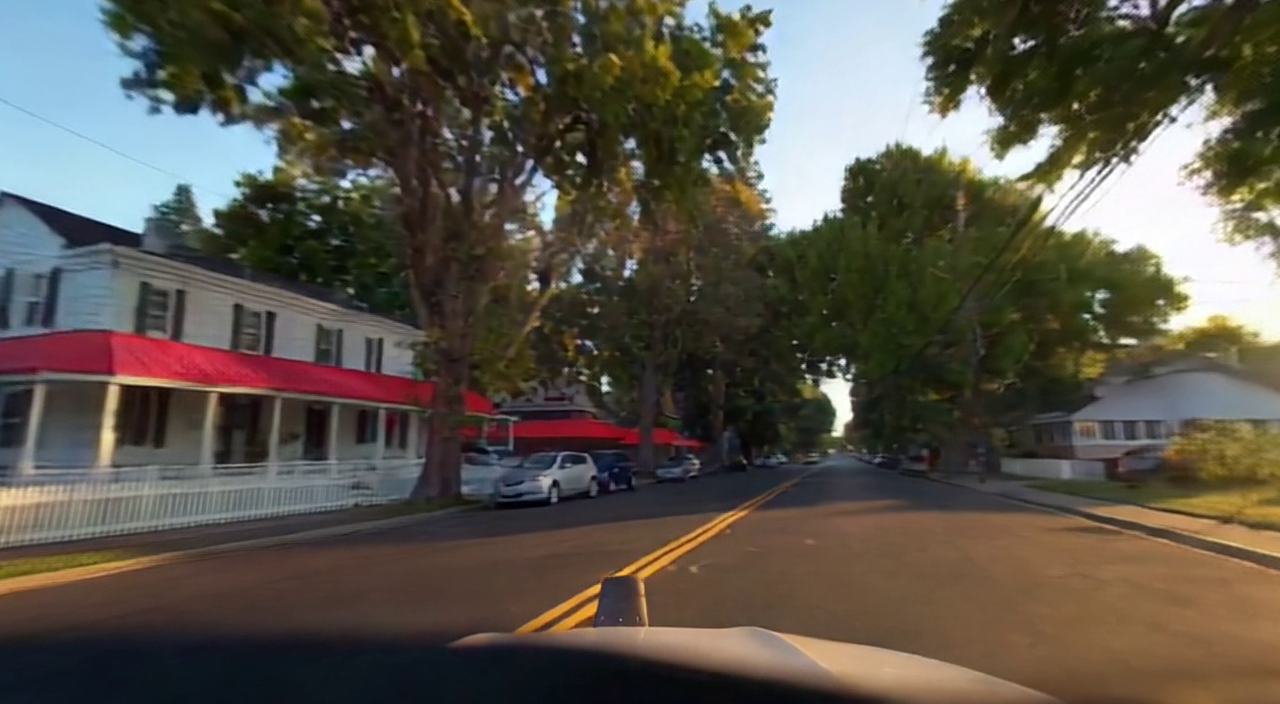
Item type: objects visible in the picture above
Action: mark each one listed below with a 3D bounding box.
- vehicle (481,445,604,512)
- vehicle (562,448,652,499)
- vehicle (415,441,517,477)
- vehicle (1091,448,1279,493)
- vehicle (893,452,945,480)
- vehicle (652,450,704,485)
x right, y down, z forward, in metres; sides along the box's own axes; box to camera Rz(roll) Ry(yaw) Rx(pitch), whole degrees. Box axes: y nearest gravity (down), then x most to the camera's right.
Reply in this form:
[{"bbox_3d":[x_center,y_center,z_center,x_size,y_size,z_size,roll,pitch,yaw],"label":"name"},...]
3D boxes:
[{"bbox_3d":[-2.840,3.813,19.657,1.975,1.775,4.509,-2,-9,17],"label":"vehicle"},{"bbox_3d":[-1.156,4.625,24.544,1.913,1.723,4.318,-3,-9,20],"label":"vehicle"},{"bbox_3d":[-8.785,5.410,32.103,4.492,1.725,2.033,-2,-9,14],"label":"vehicle"},{"bbox_3d":[19.777,4.272,23.193,4.716,1.480,2.023,-3,-9,19],"label":"vehicle"},{"bbox_3d":[16.789,6.861,38.194,2.052,1.476,4.438,-4,-9,14],"label":"vehicle"},{"bbox_3d":[2.203,6.403,35.473,1.970,1.785,4.274,-2,-9,16],"label":"vehicle"}]
